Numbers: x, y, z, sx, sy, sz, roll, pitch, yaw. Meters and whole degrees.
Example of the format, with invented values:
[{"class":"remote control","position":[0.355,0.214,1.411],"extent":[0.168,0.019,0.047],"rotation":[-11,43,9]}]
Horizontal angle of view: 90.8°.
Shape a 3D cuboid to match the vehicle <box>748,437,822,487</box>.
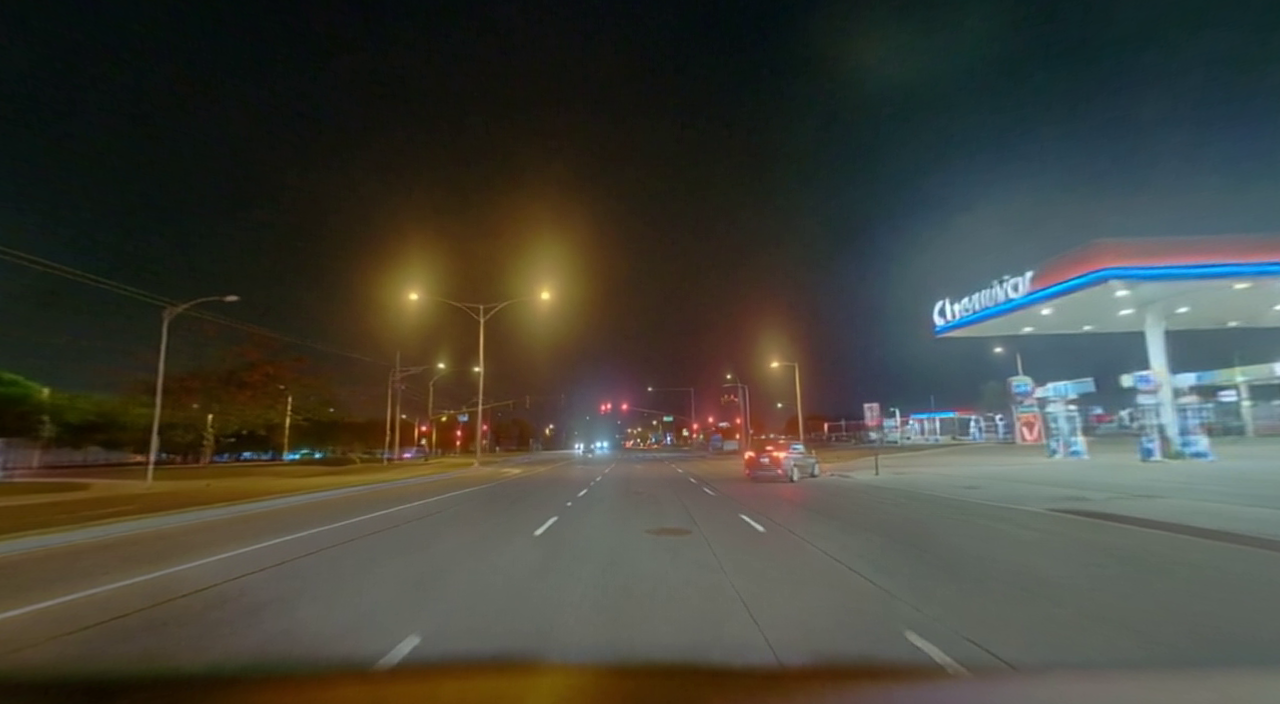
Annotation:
[{"class":"vehicle","position":[4.785,3.668,21.488],"extent":[2.113,1.470,4.867],"rotation":[-2,-8,9]}]
